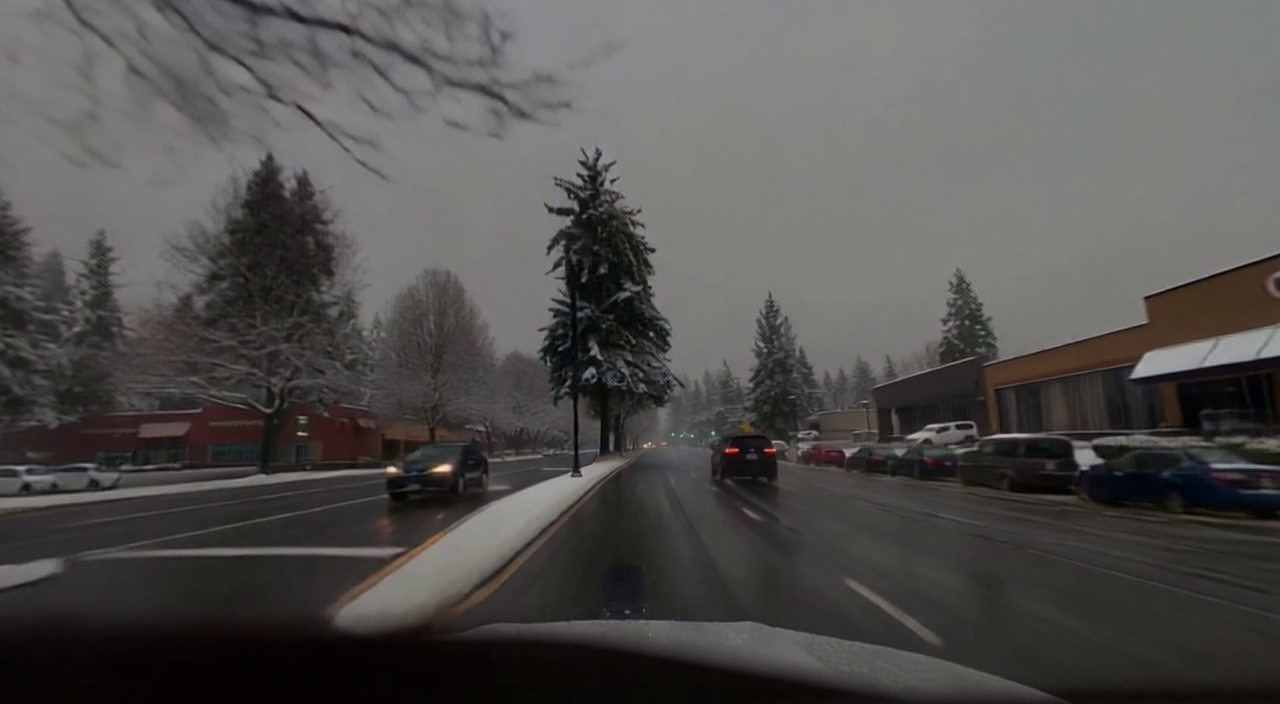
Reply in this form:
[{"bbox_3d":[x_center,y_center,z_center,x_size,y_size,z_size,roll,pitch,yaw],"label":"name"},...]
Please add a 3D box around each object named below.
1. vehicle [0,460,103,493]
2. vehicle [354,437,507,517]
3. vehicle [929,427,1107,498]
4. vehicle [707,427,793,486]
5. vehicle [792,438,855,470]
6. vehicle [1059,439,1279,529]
[{"bbox_3d":[-29.878,6.155,31.297,4.546,1.489,2.015,0,-8,1],"label":"vehicle"},{"bbox_3d":[-4.408,2.689,14.106,2.031,1.478,4.434,0,-9,-2],"label":"vehicle"},{"bbox_3d":[10.595,3.134,18.257,1.989,1.768,4.977,0,-9,0],"label":"vehicle"},{"bbox_3d":[3.770,3.697,22.551,2.183,1.845,4.482,0,-9,-1],"label":"vehicle"},{"bbox_3d":[10.909,6.098,37.949,2.247,1.799,5.025,0,-9,-1],"label":"vehicle"},{"bbox_3d":[10.671,2.477,12.435,1.847,1.445,4.281,0,-9,0],"label":"vehicle"}]
